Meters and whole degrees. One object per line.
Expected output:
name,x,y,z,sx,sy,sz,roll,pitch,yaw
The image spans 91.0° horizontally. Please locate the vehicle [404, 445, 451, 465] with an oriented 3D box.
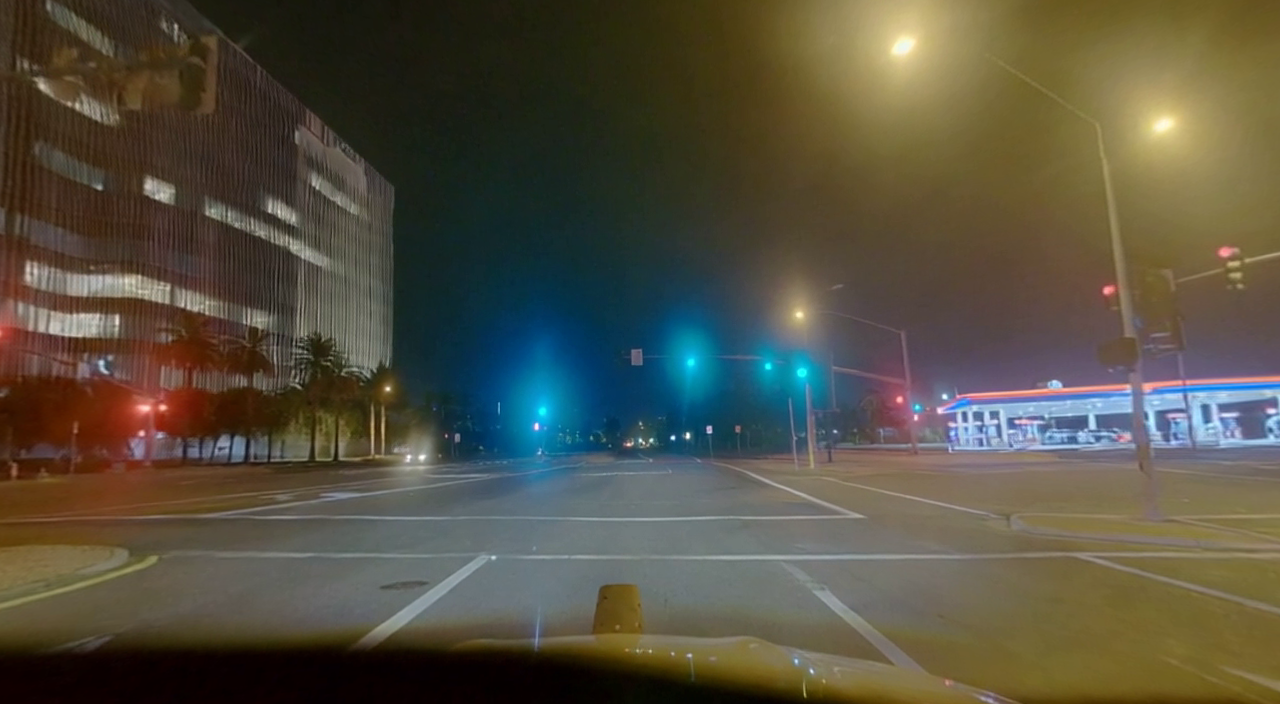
vehicle,-16.380,7.966,48.853,2.033,1.467,4.504,0,-8,1
